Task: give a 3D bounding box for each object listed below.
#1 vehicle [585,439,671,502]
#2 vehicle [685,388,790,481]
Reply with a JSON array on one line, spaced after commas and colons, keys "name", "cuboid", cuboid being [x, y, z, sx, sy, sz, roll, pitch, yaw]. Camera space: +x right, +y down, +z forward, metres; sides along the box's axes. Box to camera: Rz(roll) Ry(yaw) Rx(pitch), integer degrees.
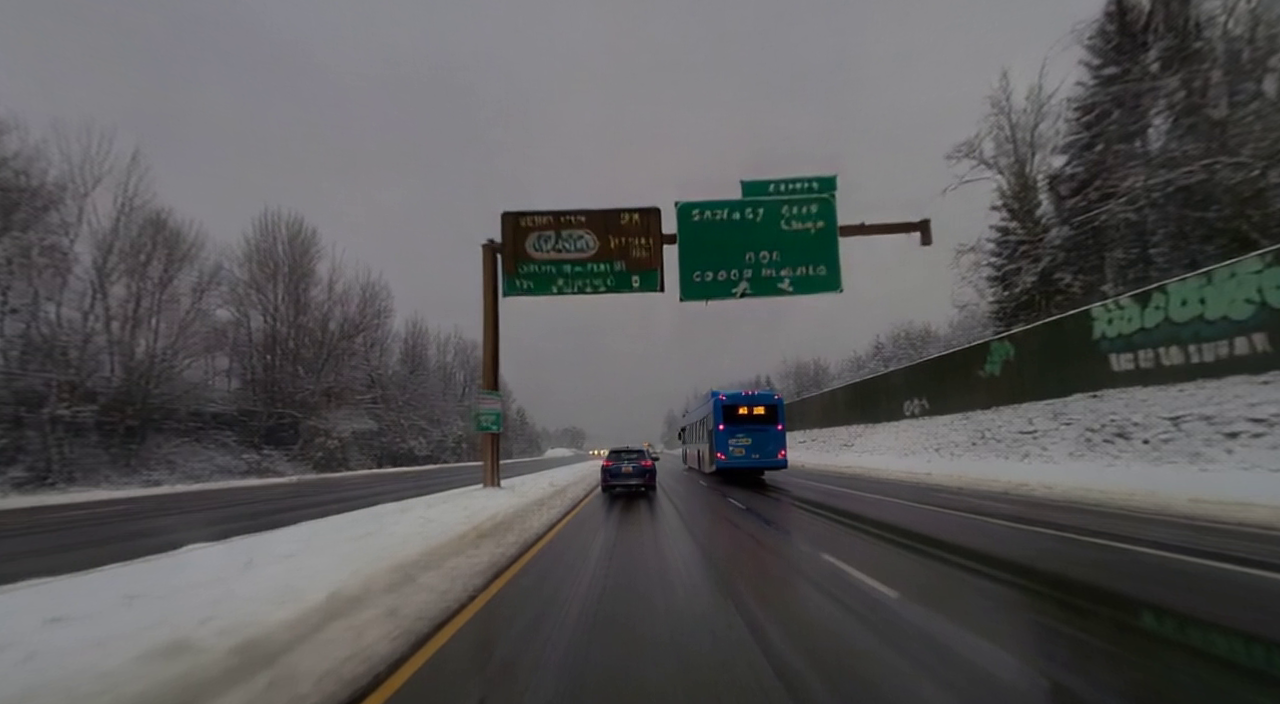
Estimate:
[{"name": "vehicle", "cuboid": [-0.284, 3.297, 17.789, 2.160, 1.532, 4.073, -1, -9, 1]}, {"name": "vehicle", "cuboid": [4.123, 4.065, 29.898, 3.055, 3.479, 12.521, -1, -9, 0]}]
